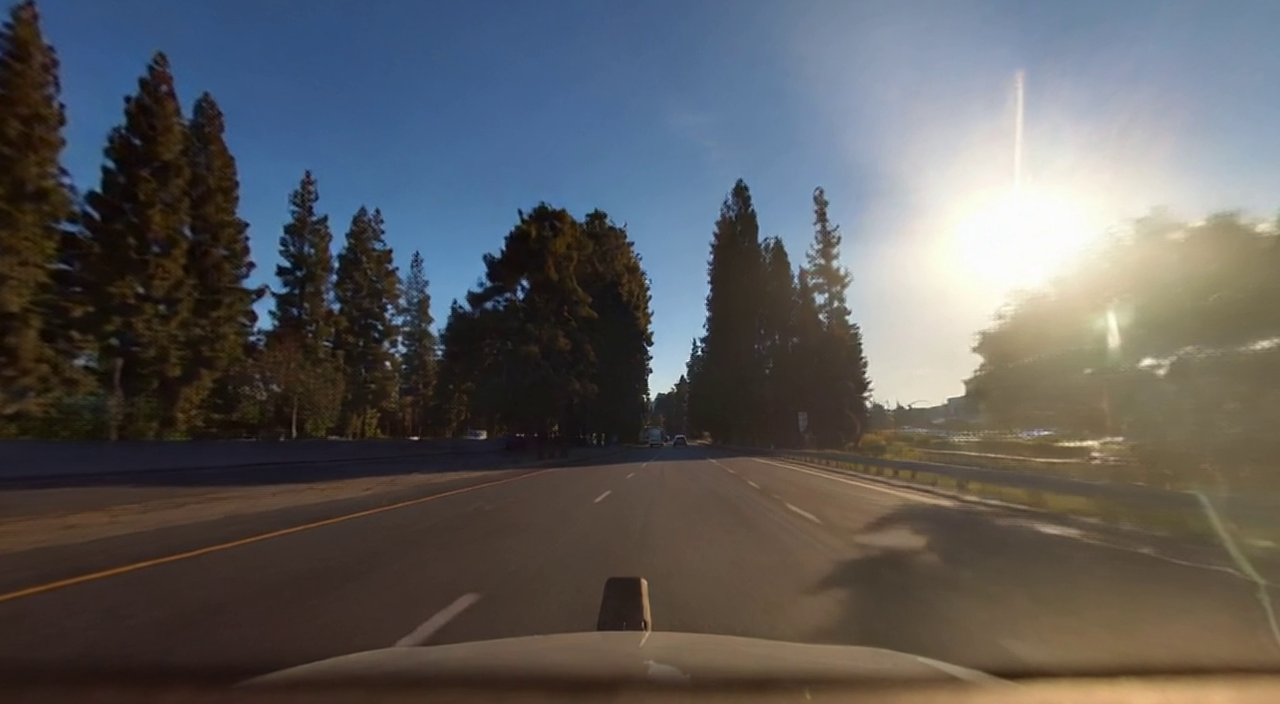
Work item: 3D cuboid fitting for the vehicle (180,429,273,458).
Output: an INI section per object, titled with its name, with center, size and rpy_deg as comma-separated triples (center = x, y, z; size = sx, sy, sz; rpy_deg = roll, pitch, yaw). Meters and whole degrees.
[vehicle]
center = -25.798, 5.764, 39.566
size = 2.385, 1.674, 4.715
rpy_deg = -1, -8, 5
